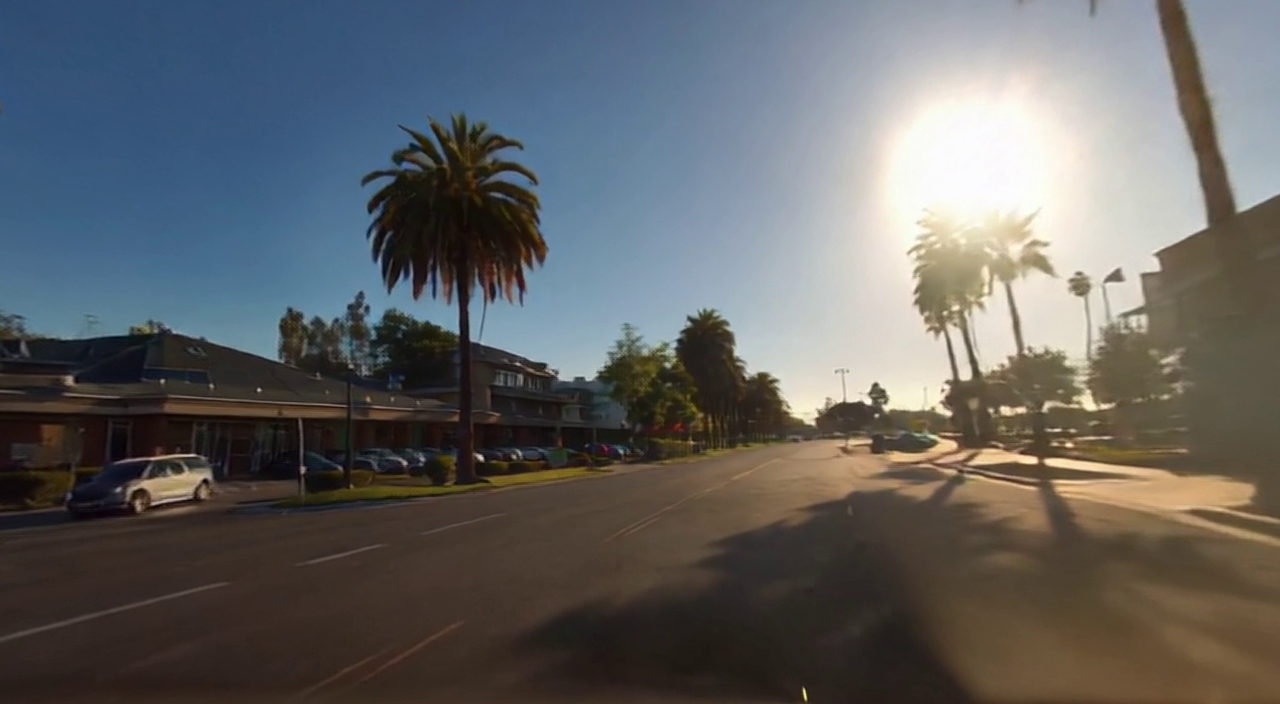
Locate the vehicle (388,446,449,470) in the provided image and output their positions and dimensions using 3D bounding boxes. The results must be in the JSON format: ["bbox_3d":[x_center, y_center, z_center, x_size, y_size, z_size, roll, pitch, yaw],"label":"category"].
[{"bbox_3d":[-17.106,8.152,48.832,3.928,1.784,1.895,-2,-9,12],"label":"vehicle"}]

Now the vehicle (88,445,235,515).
[{"bbox_3d":[-14.700,3.869,19.810,2.174,1.863,4.651,3,-9,-18],"label":"vehicle"}]

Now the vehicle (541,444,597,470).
[{"bbox_3d":[-5.125,7.567,45.768,3.635,1.521,1.726,2,-5,10],"label":"vehicle"}]

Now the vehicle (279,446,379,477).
[{"bbox_3d":[-18.883,6.631,38.439,5.193,1.830,2.049,-2,-9,11],"label":"vehicle"}]
